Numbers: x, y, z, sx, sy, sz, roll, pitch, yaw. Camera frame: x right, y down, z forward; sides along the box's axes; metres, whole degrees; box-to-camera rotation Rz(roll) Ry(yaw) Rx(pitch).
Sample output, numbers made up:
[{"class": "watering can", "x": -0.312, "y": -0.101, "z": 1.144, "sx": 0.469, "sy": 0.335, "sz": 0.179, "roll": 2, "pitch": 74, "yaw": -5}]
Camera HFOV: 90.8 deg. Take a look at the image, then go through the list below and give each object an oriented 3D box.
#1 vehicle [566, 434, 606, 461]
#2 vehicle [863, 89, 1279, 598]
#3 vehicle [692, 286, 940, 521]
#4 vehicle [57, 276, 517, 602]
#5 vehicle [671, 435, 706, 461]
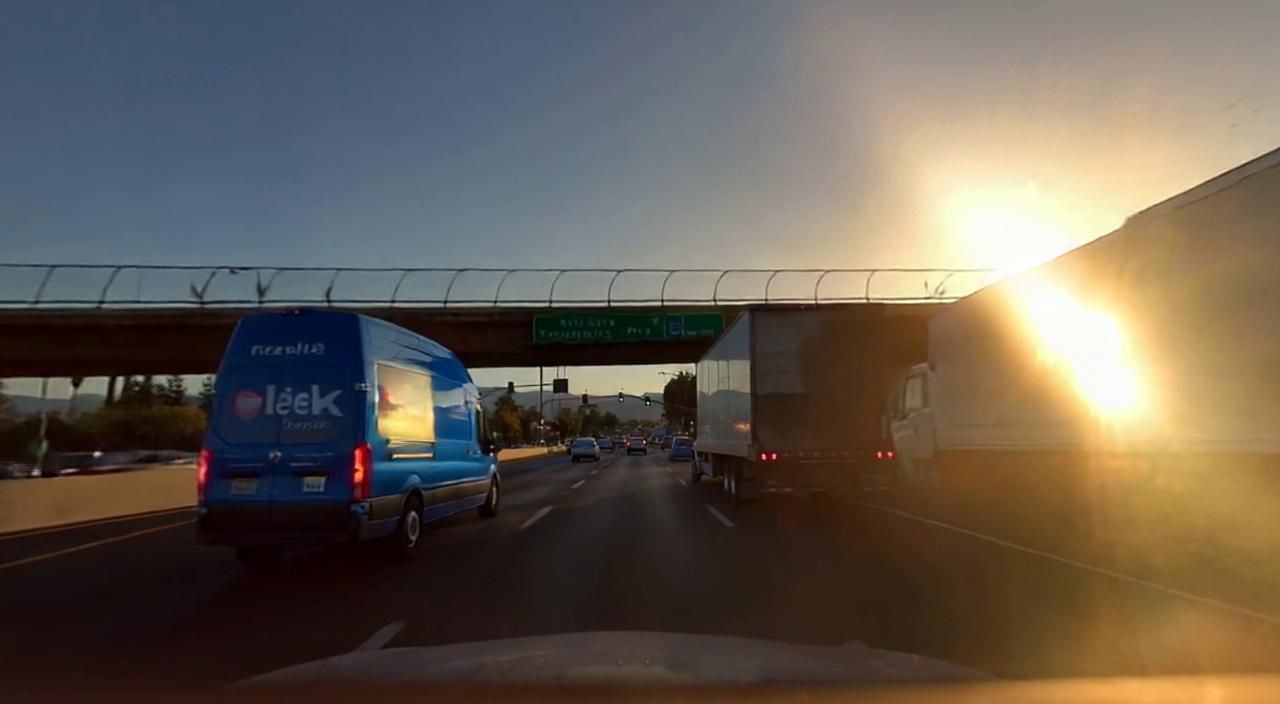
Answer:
[{"class": "vehicle", "x": -3.768, "y": 6.798, "z": 44.825, "sx": 2.356, "sy": 1.766, "sz": 5.674, "roll": 0, "pitch": -9, "yaw": 0}, {"class": "vehicle", "x": 6.837, "y": 0.067, "z": 6.277, "sx": 2.926, "sy": 4.221, "sz": 16.975, "roll": -1, "pitch": -9, "yaw": 0}, {"class": "vehicle", "x": 3.005, "y": 1.468, "z": 14.415, "sx": 2.861, "sy": 3.525, "sz": 9.858, "roll": 0, "pitch": -9, "yaw": 0}, {"class": "vehicle", "x": -3.606, "y": 1.191, "z": 8.674, "sx": 2.443, "sy": 2.784, "sz": 6.493, "roll": 0, "pitch": -9, "yaw": 1}, {"class": "vehicle", "x": 3.083, "y": 6.181, "z": 40.669, "sx": 1.869, "sy": 1.616, "sz": 4.346, "roll": 0, "pitch": -9, "yaw": 0}]
